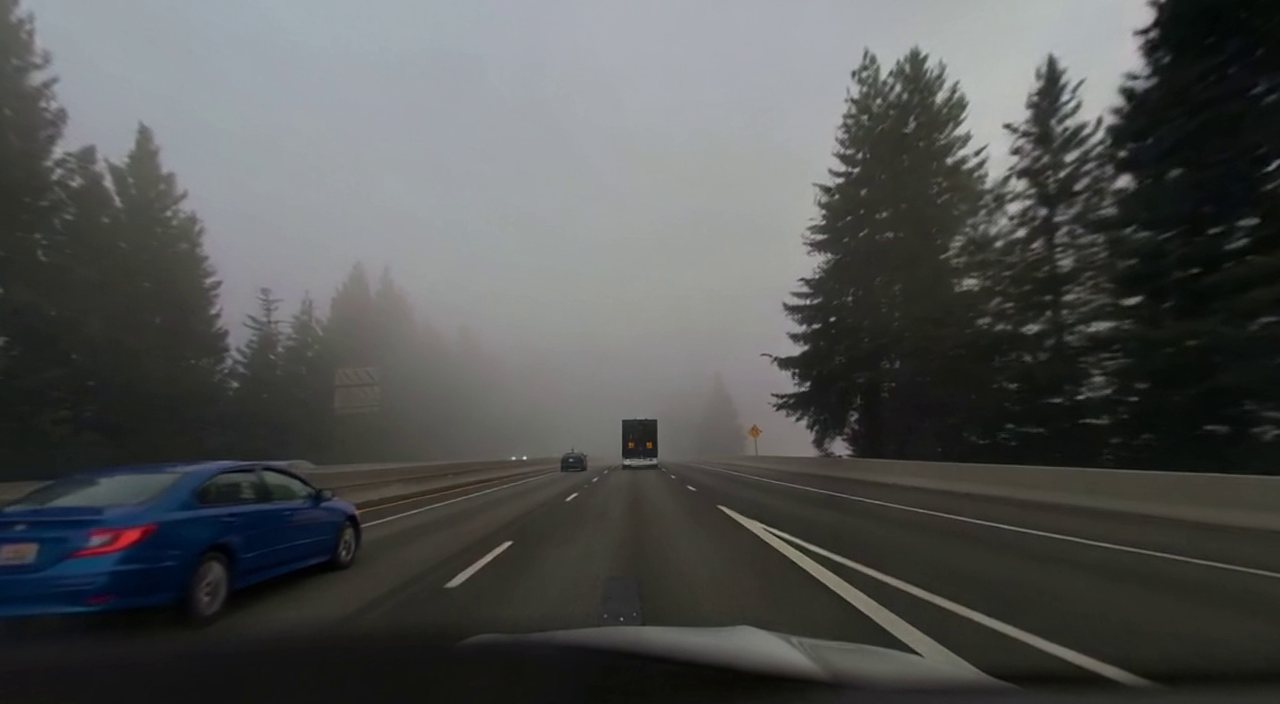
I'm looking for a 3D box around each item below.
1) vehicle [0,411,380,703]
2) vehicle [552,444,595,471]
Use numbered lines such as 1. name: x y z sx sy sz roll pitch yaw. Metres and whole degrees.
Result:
1. vehicle: -3.853 1.309 4.693 1.916 1.506 4.476 0 -9 0
2. vehicle: -4.284 6.902 41.554 2.311 1.655 4.382 0 -9 1
